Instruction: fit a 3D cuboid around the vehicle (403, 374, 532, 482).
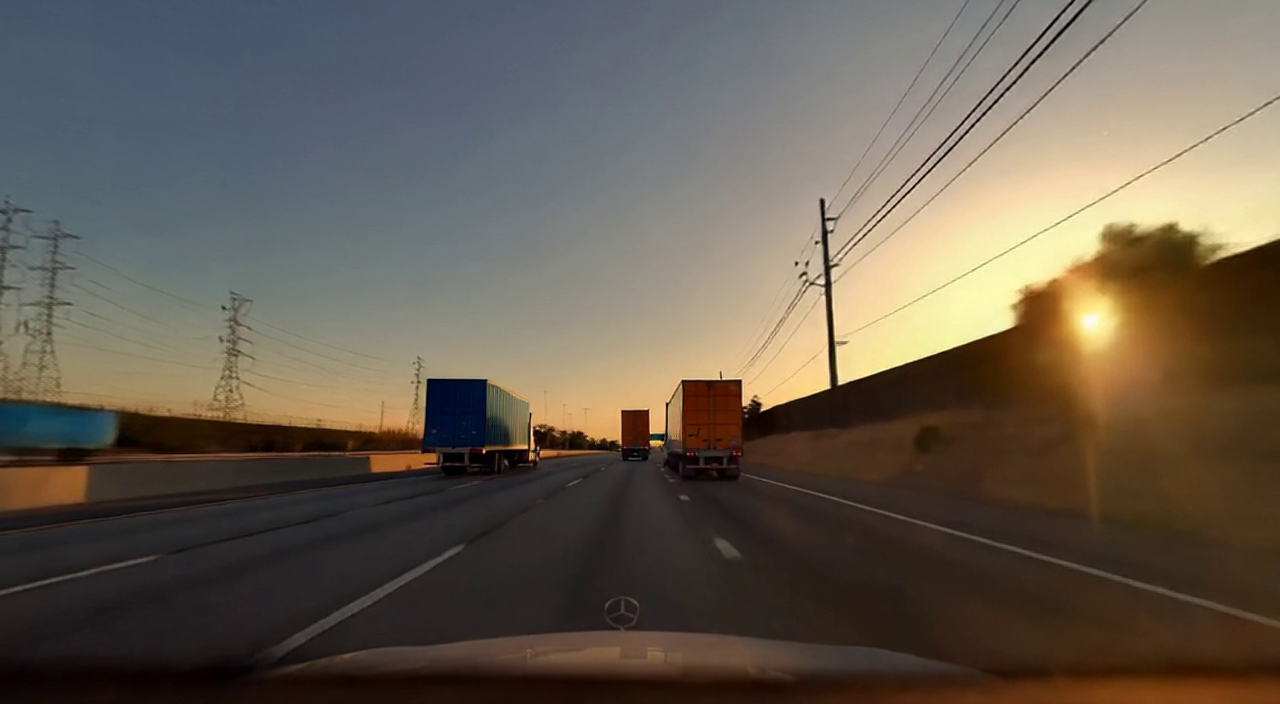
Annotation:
[{"bbox_3d":[-7.357,3.640,29.190,2.937,3.981,11.119,-1,-9,-1],"label":"vehicle"}]
